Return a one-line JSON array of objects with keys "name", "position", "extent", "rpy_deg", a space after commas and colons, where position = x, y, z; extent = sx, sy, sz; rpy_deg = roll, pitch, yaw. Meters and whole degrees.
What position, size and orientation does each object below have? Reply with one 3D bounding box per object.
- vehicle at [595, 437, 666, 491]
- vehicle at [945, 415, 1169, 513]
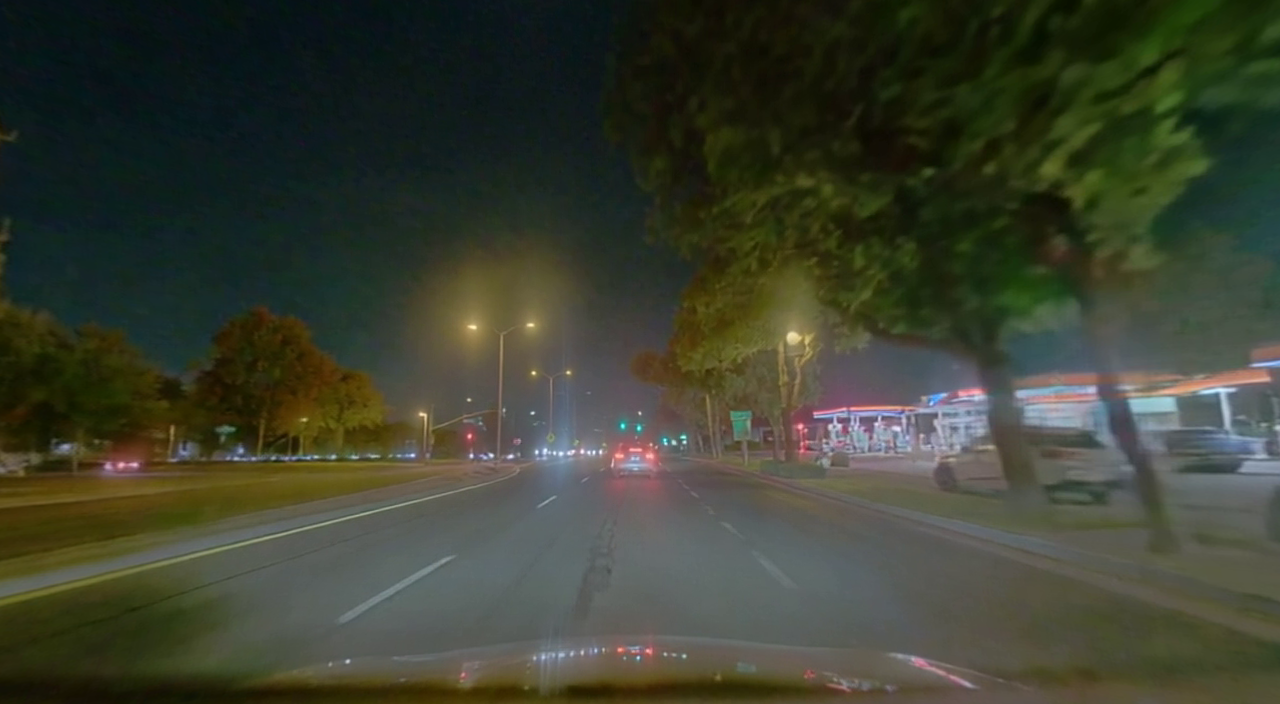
[{"name": "vehicle", "position": [-0.266, 3.579, 20.448], "extent": [2.062, 1.519, 4.214], "rpy_deg": [0, -9, 0]}, {"name": "vehicle", "position": [9.271, 2.529, 14.662], "extent": [2.083, 1.882, 4.674], "rpy_deg": [0, -9, 2]}]
